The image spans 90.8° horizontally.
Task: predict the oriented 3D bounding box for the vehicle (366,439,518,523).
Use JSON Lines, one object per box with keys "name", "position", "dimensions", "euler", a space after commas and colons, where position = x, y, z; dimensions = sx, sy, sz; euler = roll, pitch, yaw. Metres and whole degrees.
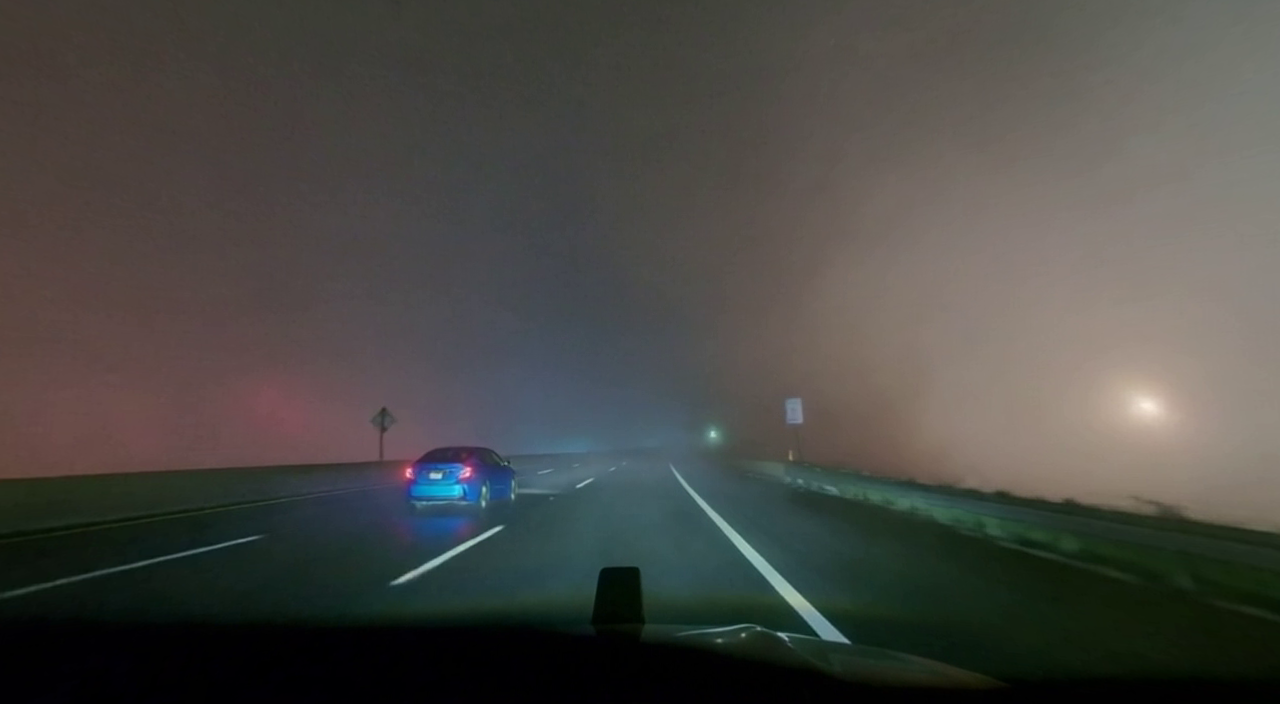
{"name": "vehicle", "position": [-3.967, 2.637, 13.399], "dimensions": [1.928, 1.504, 3.745], "euler": [0, -9, 1]}
